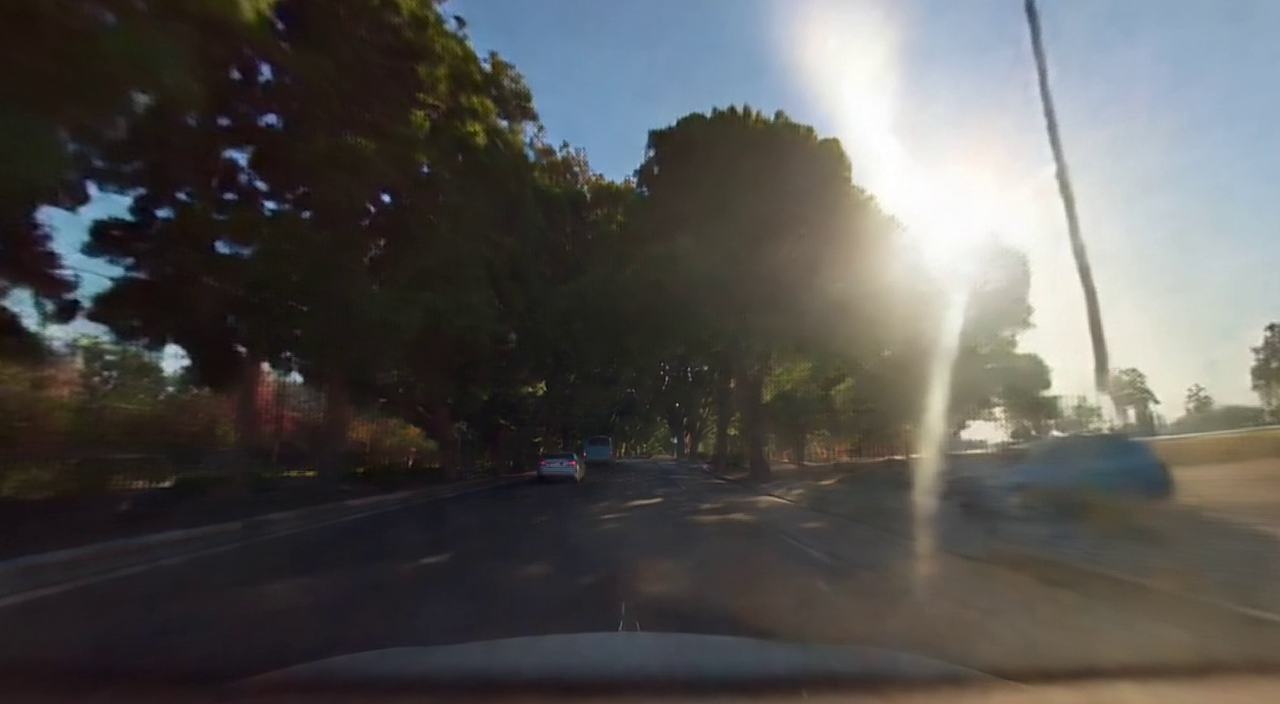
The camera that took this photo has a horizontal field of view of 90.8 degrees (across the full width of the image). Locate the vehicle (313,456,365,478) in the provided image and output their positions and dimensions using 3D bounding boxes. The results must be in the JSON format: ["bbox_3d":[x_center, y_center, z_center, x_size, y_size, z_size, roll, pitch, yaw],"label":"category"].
[{"bbox_3d":[-22.800,8.725,48.079,1.817,1.499,4.440,0,-9,-1],"label":"vehicle"}]

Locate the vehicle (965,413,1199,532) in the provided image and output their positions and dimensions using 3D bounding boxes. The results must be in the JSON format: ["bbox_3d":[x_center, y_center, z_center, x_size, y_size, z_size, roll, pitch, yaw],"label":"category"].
[{"bbox_3d":[7.045,1.934,10.463,1.596,1.654,2.920,0,-9,-2],"label":"vehicle"}]

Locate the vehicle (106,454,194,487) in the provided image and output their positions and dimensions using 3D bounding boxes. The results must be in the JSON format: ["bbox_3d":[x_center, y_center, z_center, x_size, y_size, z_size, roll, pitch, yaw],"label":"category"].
[{"bbox_3d":[-32.801,8.052,42.534,2.140,1.763,5.276,2,-15,-7],"label":"vehicle"}]

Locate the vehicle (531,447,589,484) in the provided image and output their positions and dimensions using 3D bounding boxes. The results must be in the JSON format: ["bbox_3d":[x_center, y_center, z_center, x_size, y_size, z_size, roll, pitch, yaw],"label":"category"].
[{"bbox_3d":[-3.400,4.915,27.627,2.009,1.473,4.028,0,-9,0],"label":"vehicle"}]
